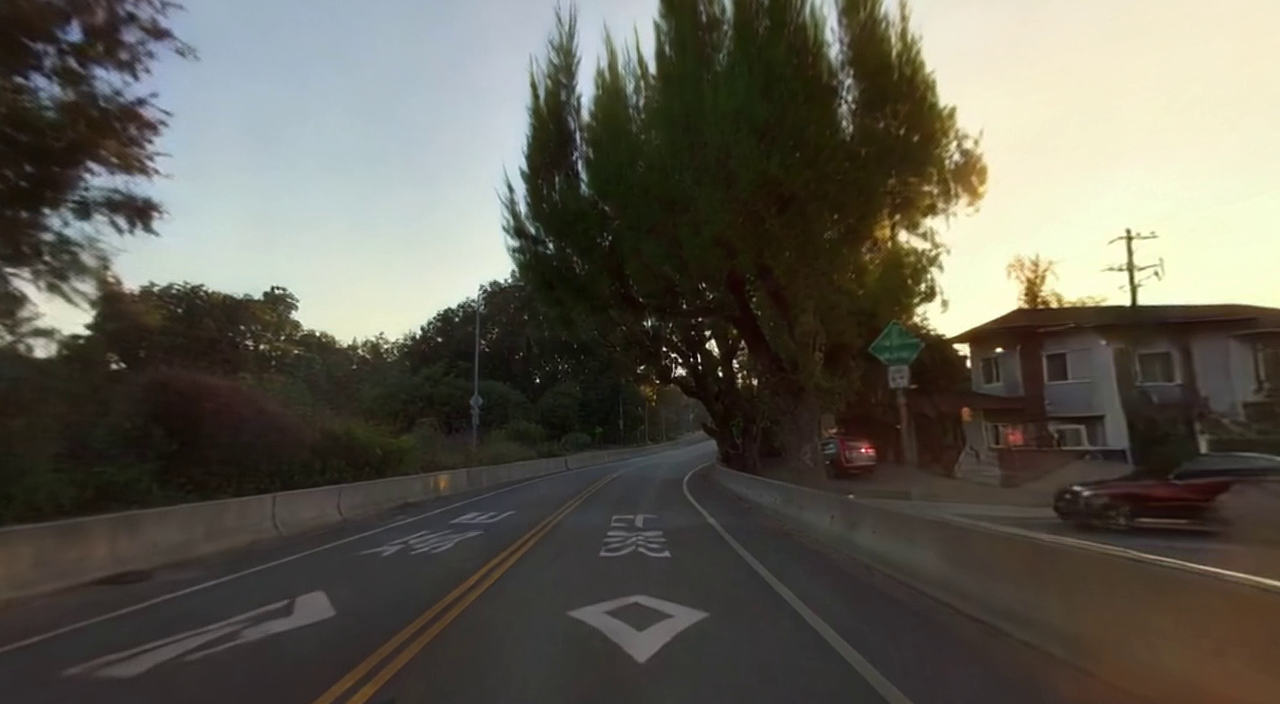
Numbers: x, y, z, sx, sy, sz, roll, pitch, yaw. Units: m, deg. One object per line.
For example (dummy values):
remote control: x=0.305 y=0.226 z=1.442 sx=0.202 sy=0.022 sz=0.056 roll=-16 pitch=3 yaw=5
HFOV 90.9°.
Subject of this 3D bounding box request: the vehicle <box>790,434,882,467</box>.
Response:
vehicle: x=10.986 y=5.567 z=35.593 sx=4.614 sy=1.764 sz=1.860 roll=-1 pitch=-8 yaw=6
